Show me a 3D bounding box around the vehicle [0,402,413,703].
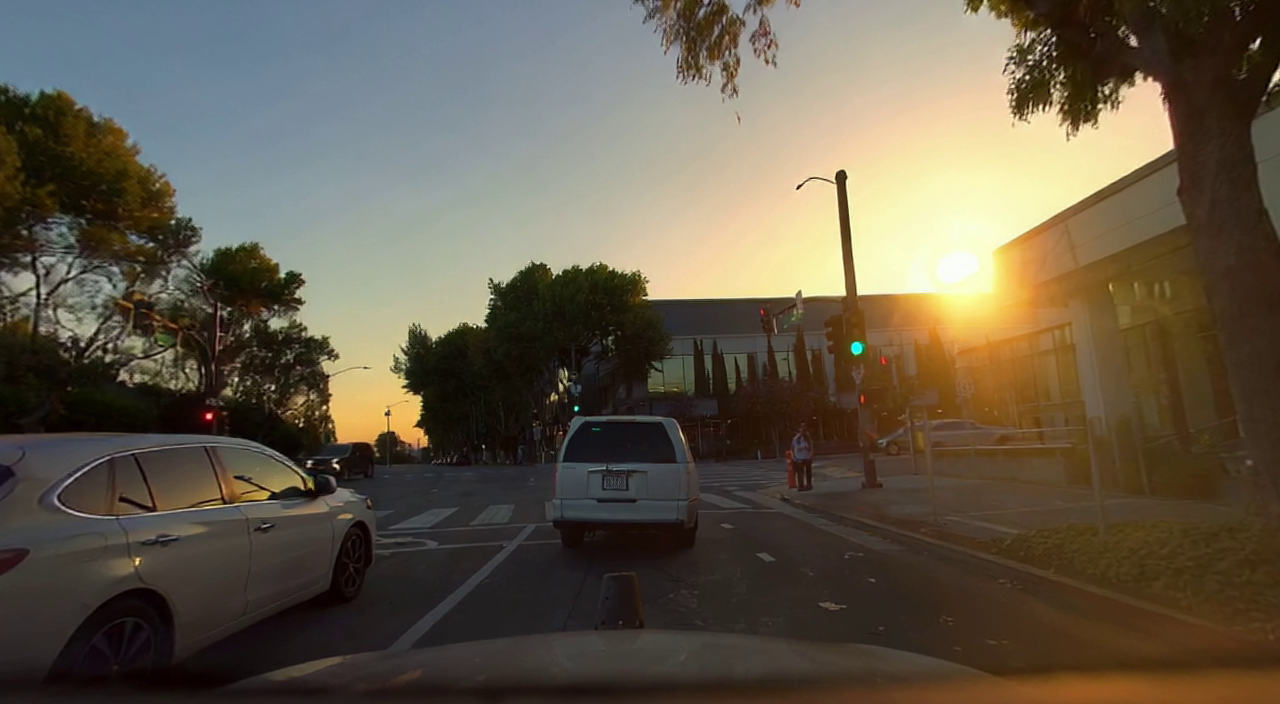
[{"bbox_3d":[-3.376,1.261,4.551,2.011,1.527,4.008,0,-8,-1],"label":"vehicle"}]

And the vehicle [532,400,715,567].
[{"bbox_3d":[-0.189,1.797,9.336,2.059,1.877,4.249,0,-8,0],"label":"vehicle"}]

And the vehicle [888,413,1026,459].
[{"bbox_3d":[14.542,3.898,29.127,5.215,1.967,2.392,1,-9,-11],"label":"vehicle"}]
